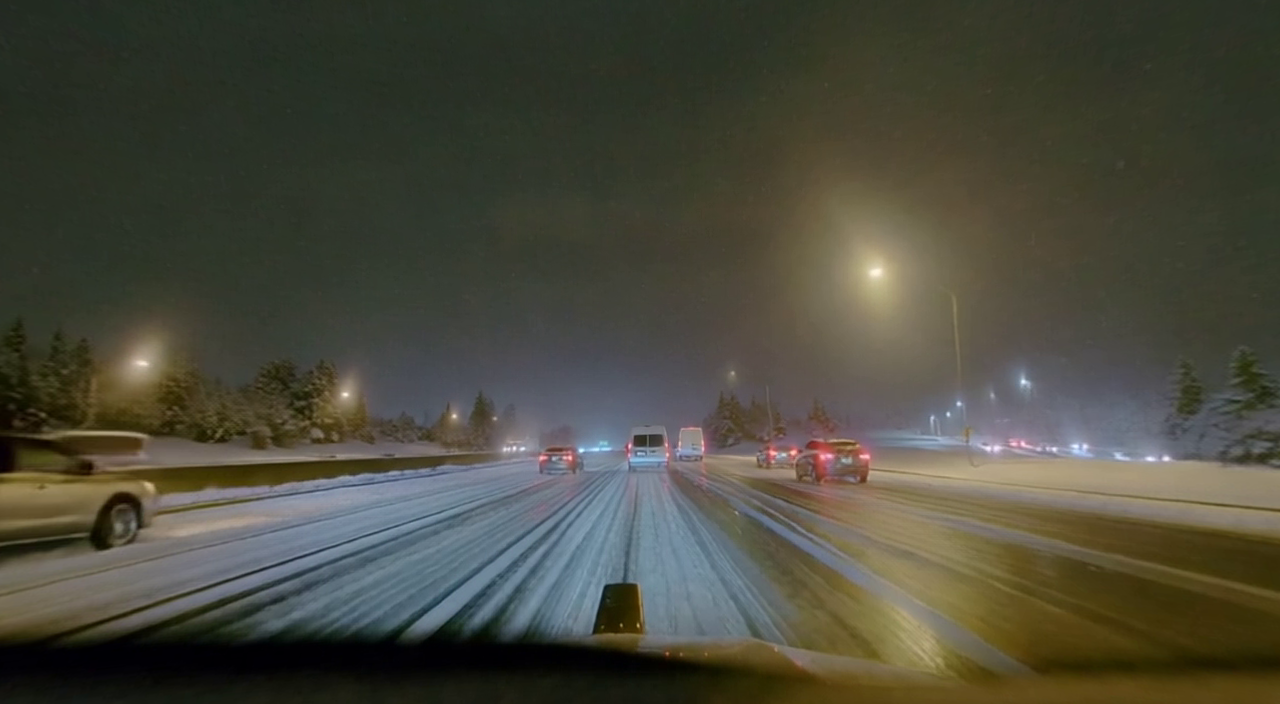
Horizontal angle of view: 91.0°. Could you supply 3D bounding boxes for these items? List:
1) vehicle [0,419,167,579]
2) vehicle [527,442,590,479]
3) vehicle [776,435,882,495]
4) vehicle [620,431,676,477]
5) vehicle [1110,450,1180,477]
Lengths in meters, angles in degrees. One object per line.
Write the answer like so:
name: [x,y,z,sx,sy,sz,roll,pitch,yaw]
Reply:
vehicle: [-7.629,1.491,6.374,2.108,1.619,4.548,0,-9,0]
vehicle: [-3.671,4.990,29.167,2.173,1.542,4.781,0,-9,1]
vehicle: [5.883,3.570,20.229,2.146,1.678,4.489,0,-9,2]
vehicle: [0.377,4.919,30.539,2.509,2.062,4.639,0,-9,1]
vehicle: [35.305,7.756,44.194,2.039,1.718,4.674,-2,-9,15]
